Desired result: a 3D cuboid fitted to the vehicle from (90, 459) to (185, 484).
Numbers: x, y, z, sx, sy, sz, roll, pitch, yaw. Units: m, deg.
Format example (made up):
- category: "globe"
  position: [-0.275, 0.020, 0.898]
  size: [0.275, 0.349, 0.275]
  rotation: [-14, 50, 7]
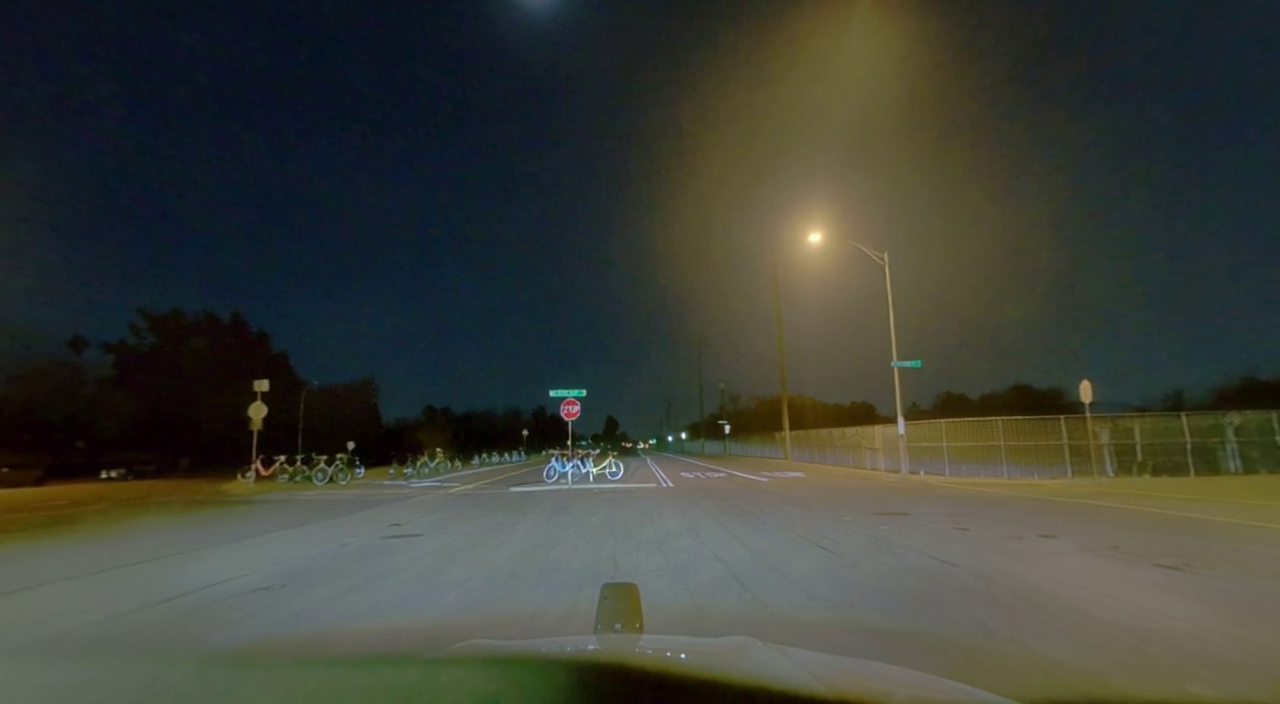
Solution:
- category: "vehicle"
  position: [-33.592, 7.995, 42.373]
  size: [4.569, 1.558, 1.903]
  rotation: [1, -9, -5]
